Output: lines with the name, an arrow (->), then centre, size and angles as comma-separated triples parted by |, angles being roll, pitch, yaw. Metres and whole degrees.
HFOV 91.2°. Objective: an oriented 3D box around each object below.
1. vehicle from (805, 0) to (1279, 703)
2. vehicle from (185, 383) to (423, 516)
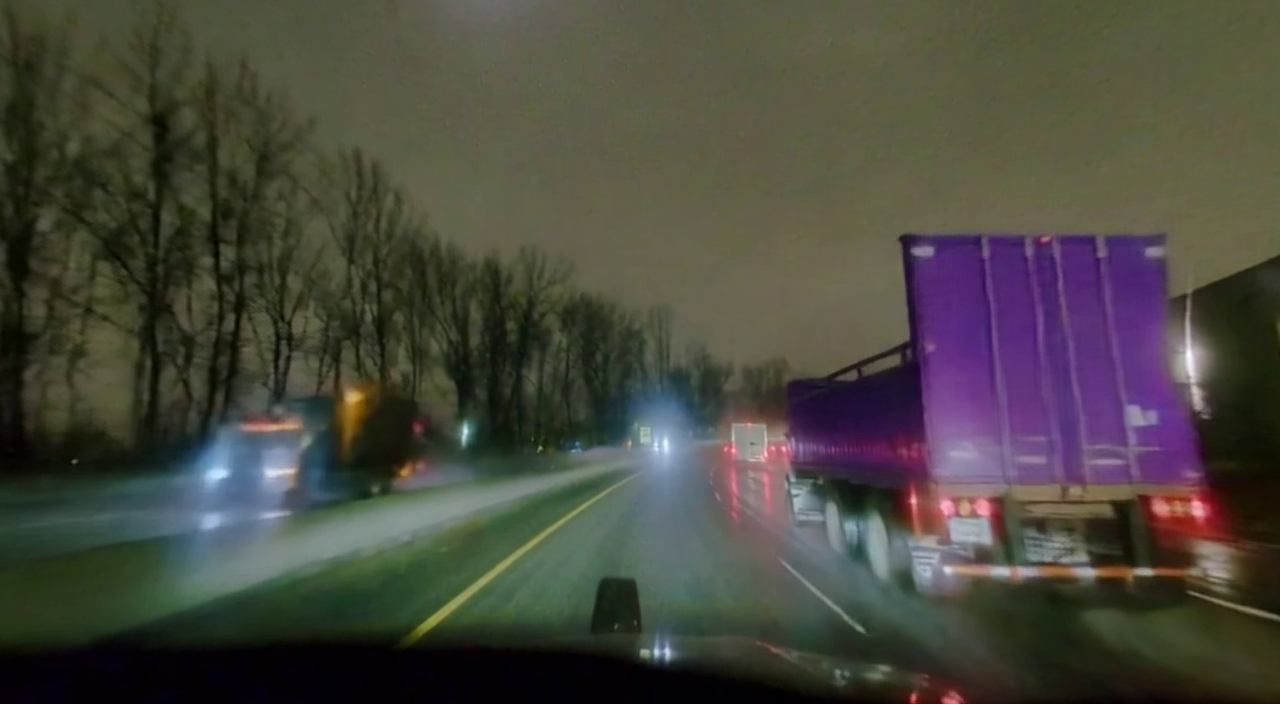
vehicle -> 3.893, 0.128, 1.647 | 2.916, 3.563, 14.462 | -1, -9, 0
vehicle -> -8.250, 2.541, 16.456 | 2.492, 2.808, 5.904 | -2, -9, 6
